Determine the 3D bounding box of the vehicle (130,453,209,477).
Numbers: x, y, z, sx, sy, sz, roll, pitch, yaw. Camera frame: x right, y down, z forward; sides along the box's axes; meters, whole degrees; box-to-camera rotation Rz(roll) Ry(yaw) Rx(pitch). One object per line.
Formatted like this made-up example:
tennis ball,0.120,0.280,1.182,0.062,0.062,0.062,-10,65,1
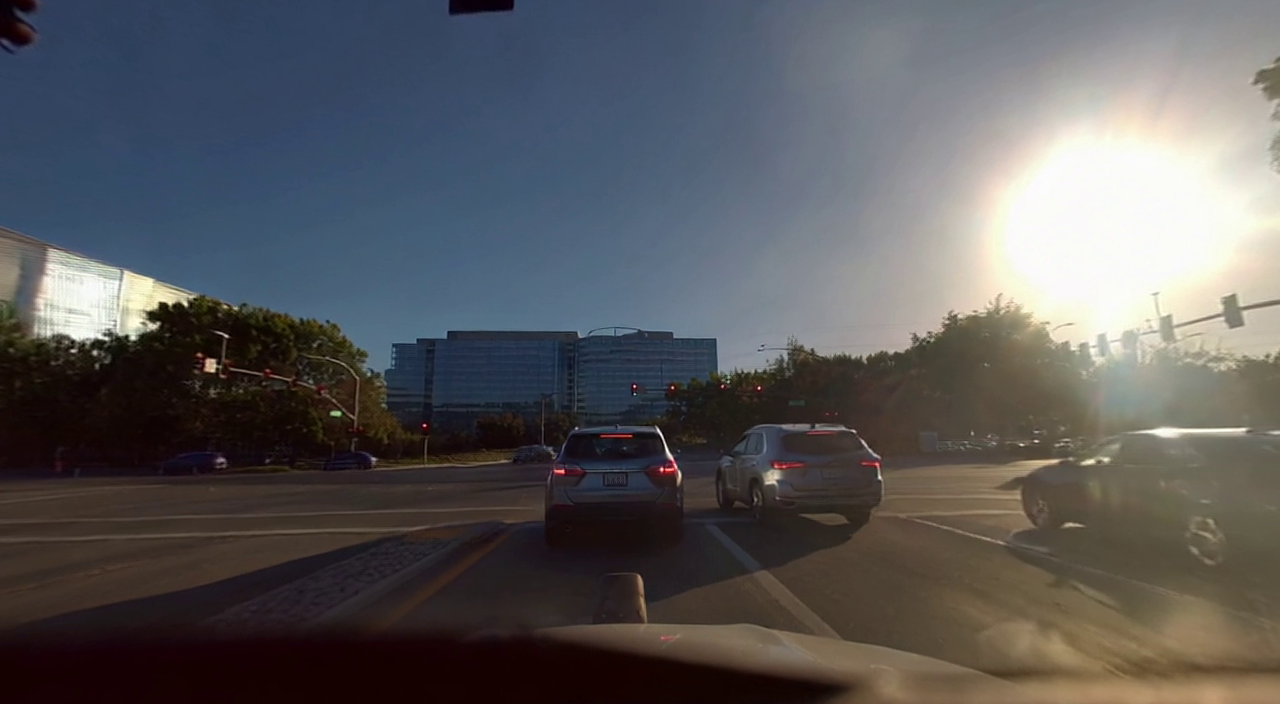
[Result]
vehicle,-33.620,8.087,45.221,4.253,1.610,1.800,-1,-9,3

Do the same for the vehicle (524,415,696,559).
vehicle,-0.435,1.915,9.659,2.039,1.698,4.144,0,-9,-2

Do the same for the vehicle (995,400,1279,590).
vehicle,6.059,1.446,6.992,1.690,1.538,4.313,0,-9,-1

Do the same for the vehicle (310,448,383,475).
vehicle,-19.779,7.367,42.556,4.318,1.712,2.188,-4,-10,26

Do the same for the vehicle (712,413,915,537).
vehicle,2.801,2.132,11.506,2.228,1.798,4.370,0,-9,-3

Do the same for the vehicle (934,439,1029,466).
vehicle,25.816,7.622,47.909,5.895,1.921,2.150,0,-9,0
